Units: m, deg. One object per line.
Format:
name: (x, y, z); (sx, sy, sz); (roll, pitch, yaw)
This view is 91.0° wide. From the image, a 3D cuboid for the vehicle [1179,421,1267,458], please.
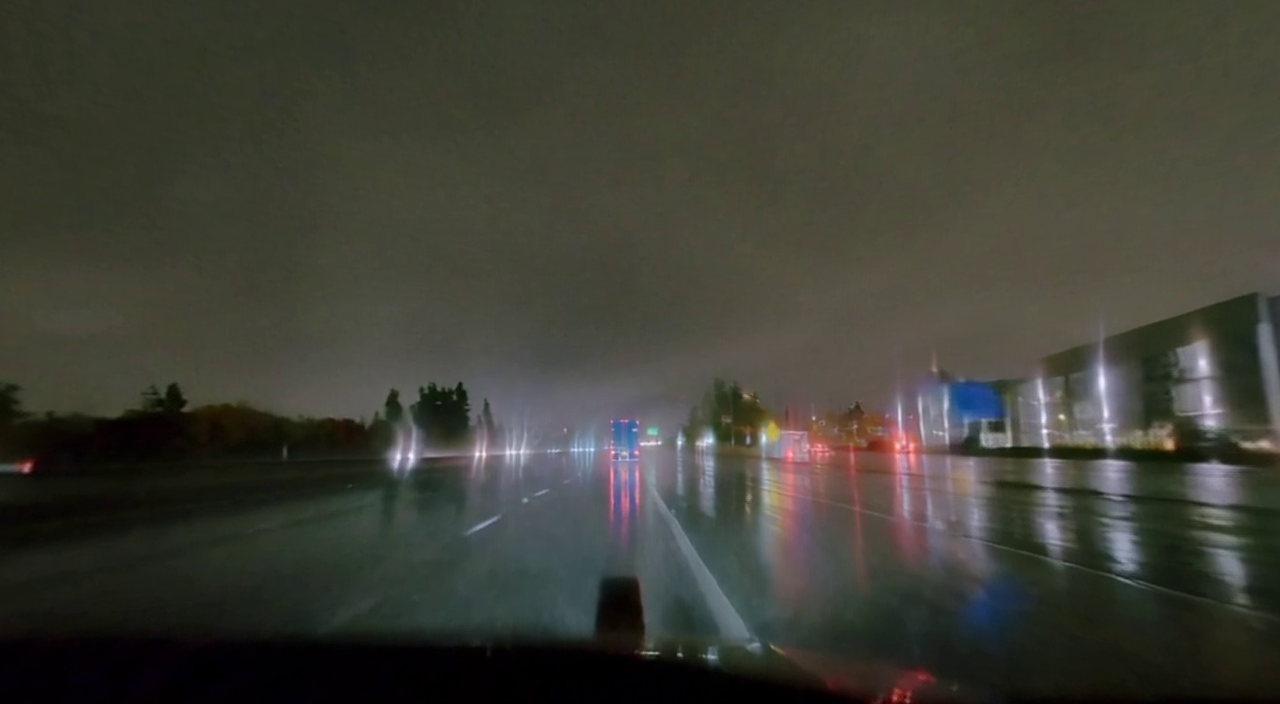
vehicle: (42.433, 6.459, 46.126); (2.319, 2.462, 6.910); (-4, -9, 22)
